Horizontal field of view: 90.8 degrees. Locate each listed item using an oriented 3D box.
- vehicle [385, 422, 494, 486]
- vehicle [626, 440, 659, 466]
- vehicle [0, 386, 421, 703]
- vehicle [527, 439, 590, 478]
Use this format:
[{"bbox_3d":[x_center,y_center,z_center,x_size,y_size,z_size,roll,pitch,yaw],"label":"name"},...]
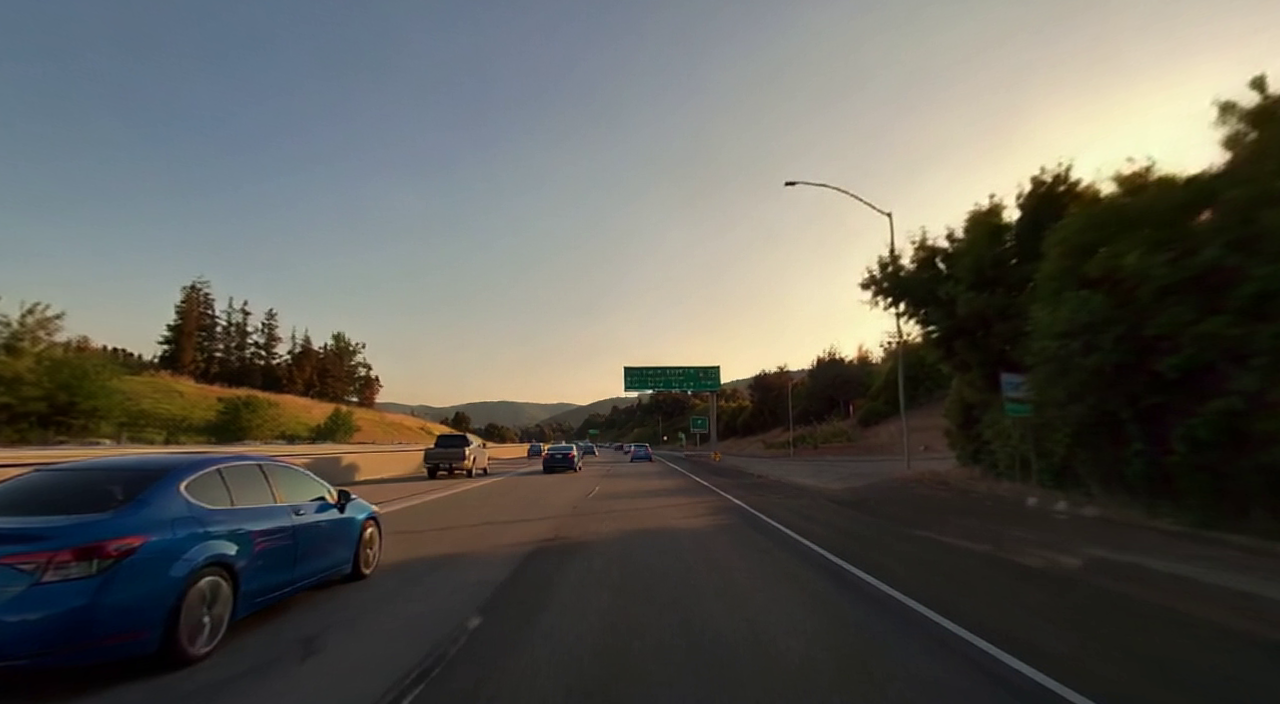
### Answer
[{"bbox_3d":[-6.972,3.617,22.668,2.171,1.982,5.246,0,-8,0],"label":"vehicle"},{"bbox_3d":[0.112,6.417,40.263,2.018,1.508,4.087,0,-8,-1],"label":"vehicle"},{"bbox_3d":[-3.318,1.194,4.359,2.025,1.506,4.429,0,-8,0],"label":"vehicle"},{"bbox_3d":[-3.362,4.481,26.945,2.068,1.501,4.395,0,-8,0],"label":"vehicle"}]
